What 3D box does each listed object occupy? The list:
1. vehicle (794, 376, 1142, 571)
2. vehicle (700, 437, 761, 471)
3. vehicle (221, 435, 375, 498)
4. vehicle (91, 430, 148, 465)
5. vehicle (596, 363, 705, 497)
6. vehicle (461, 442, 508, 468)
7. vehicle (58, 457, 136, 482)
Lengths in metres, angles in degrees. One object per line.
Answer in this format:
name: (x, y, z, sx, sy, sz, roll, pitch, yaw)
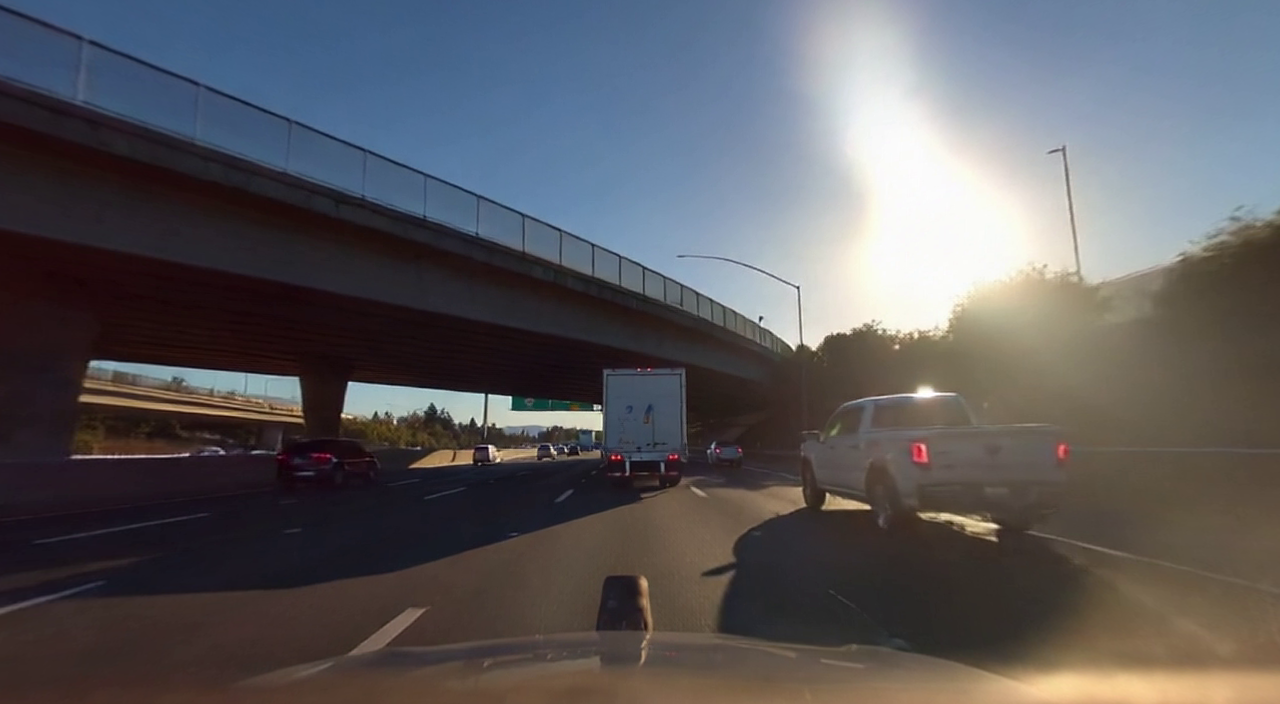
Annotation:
vehicle: (3.944, 1.599, 8.970, 2.174, 1.968, 5.016, 0, -9, -1)
vehicle: (4.279, 4.919, 30.634, 2.108, 1.508, 4.744, 0, -9, -2)
vehicle: (-10.656, 3.582, 20.247, 2.119, 1.747, 5.121, 0, -9, -1)
vehicle: (-38.102, 7.007, 46.230, 1.815, 2.506, 2.461, 0, -8, -1)
vehicle: (0.069, 2.886, 22.431, 2.916, 3.584, 10.841, 0, -9, -2)
vehicle: (-11.431, 7.644, 46.803, 2.217, 1.797, 5.226, 0, -9, -1)
vehicle: (-33.527, 7.239, 39.070, 1.619, 1.395, 3.677, 0, -9, -2)
